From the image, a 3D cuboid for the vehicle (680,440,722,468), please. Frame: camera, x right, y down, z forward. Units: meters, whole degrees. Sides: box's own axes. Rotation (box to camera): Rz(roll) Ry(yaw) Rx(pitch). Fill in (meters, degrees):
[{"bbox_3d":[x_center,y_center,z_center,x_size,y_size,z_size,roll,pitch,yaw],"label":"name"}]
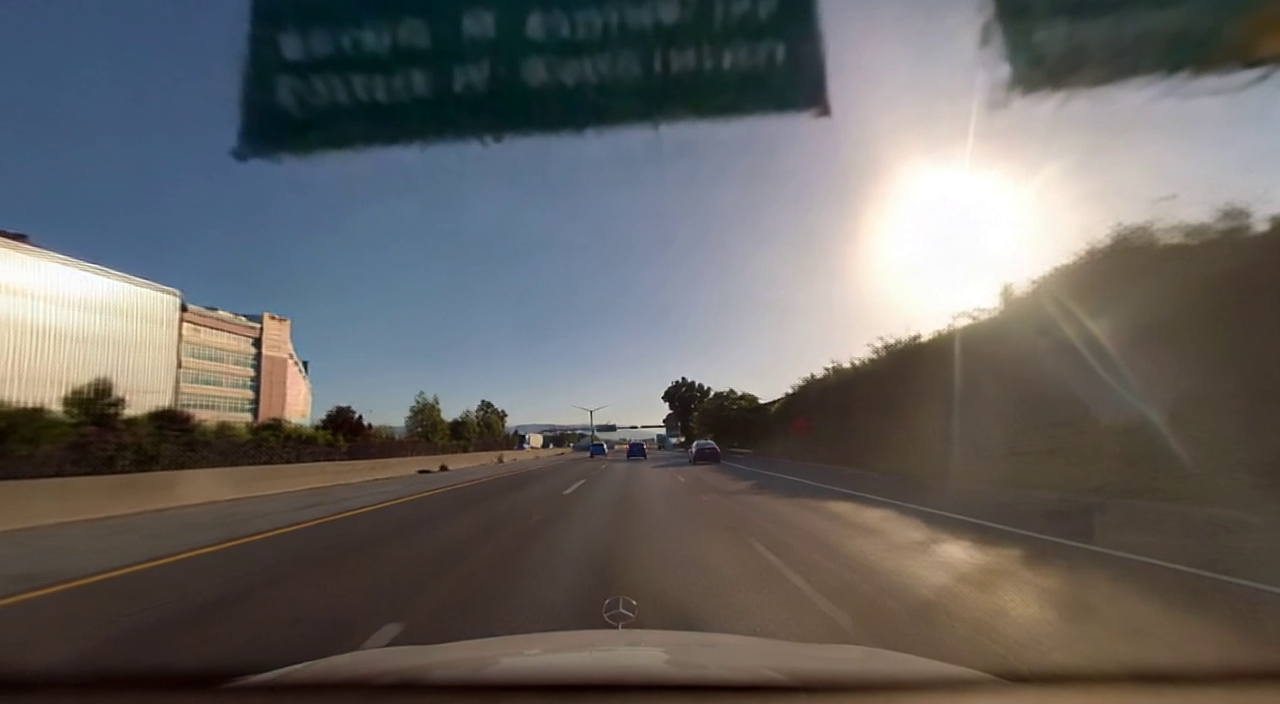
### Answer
[{"bbox_3d":[3.515,5.937,36.767,1.992,1.532,3.996,0,-8,-1],"label":"vehicle"}]
